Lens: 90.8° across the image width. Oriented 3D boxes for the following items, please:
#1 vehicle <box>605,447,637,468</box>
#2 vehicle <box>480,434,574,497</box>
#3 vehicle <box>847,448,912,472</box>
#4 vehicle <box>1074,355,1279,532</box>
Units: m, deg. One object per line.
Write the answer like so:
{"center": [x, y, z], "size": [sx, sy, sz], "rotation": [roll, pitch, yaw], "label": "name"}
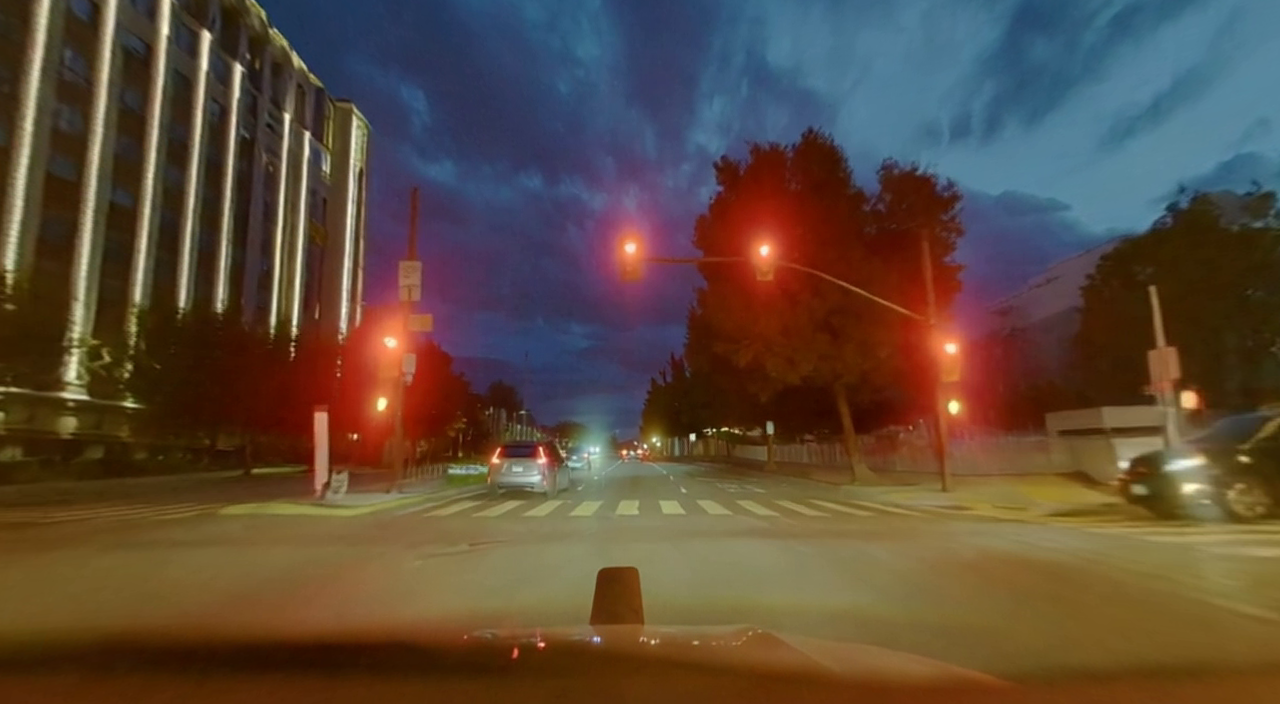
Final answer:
{"center": [-1.404, 7.610, 45.590], "size": [2.095, 1.438, 3.843], "rotation": [1, -9, -5], "label": "vehicle"}
{"center": [-3.372, 3.494, 19.783], "size": [2.116, 1.725, 4.315], "rotation": [0, -9, 0], "label": "vehicle"}
{"center": [16.807, 7.592, 44.393], "size": [3.757, 1.383, 1.817], "rotation": [-2, -6, -3], "label": "vehicle"}
{"center": [11.929, 1.480, 11.283], "size": [6.233, 2.668, 2.627], "rotation": [-3, -9, -3], "label": "vehicle"}
